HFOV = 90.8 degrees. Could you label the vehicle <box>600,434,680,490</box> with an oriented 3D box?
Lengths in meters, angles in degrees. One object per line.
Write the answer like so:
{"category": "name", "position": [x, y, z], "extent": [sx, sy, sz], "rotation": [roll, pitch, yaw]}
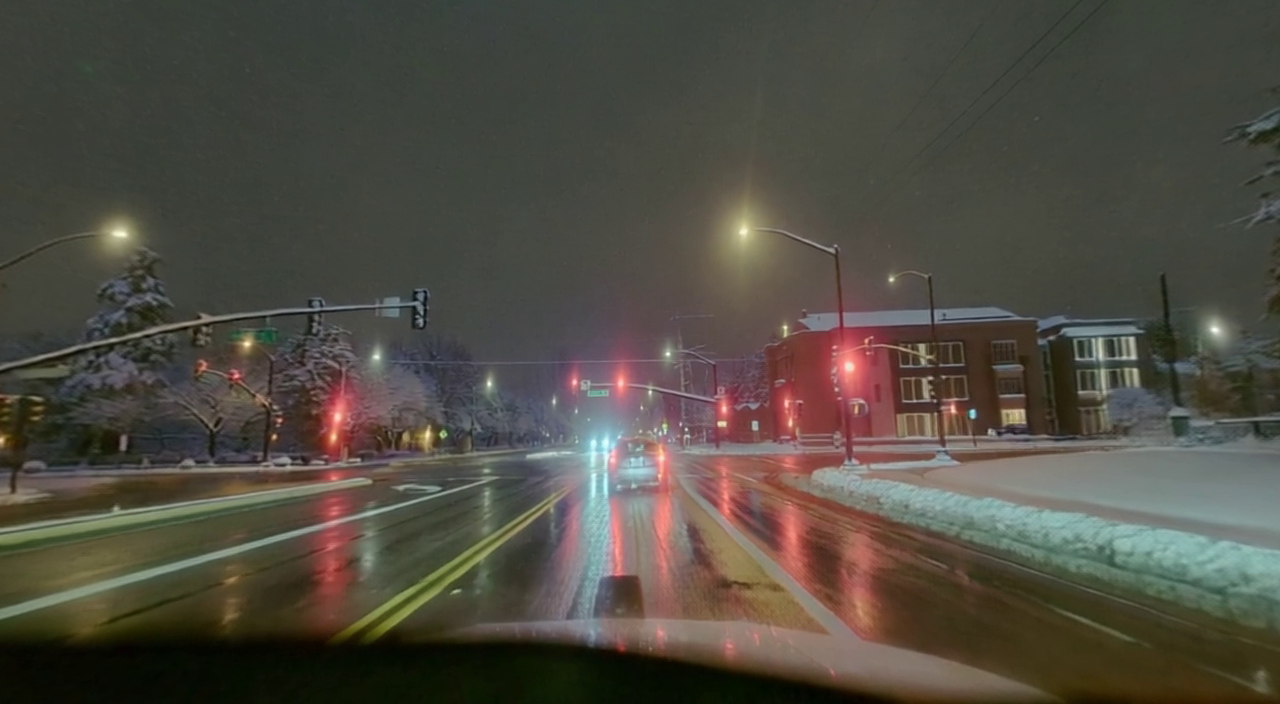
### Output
{"category": "vehicle", "position": [-0.037, 3.222, 18.764], "extent": [2.107, 1.470, 3.974], "rotation": [0, -9, -1]}
